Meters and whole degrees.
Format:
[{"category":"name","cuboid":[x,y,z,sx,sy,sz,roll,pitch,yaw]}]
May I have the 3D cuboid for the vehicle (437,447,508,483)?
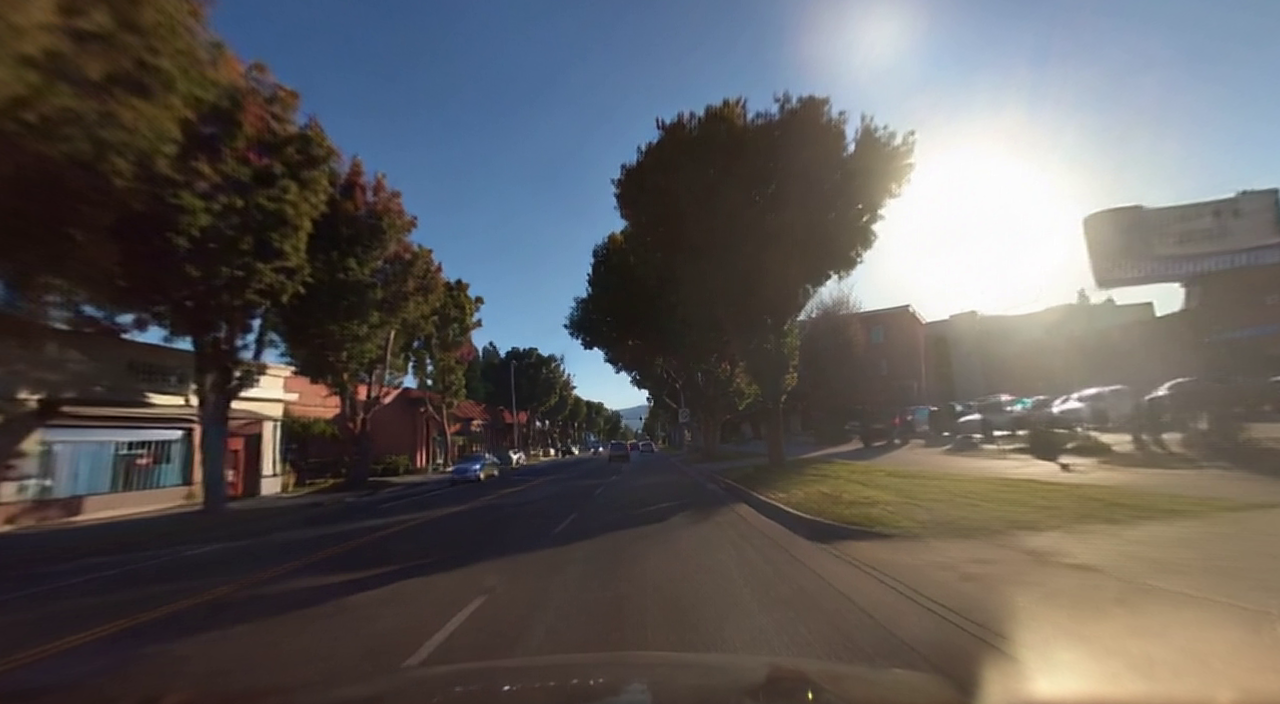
[{"category":"vehicle","cuboid":[-7.784,5.283,29.778,1.925,1.502,4.359,-1,-8,3]}]
